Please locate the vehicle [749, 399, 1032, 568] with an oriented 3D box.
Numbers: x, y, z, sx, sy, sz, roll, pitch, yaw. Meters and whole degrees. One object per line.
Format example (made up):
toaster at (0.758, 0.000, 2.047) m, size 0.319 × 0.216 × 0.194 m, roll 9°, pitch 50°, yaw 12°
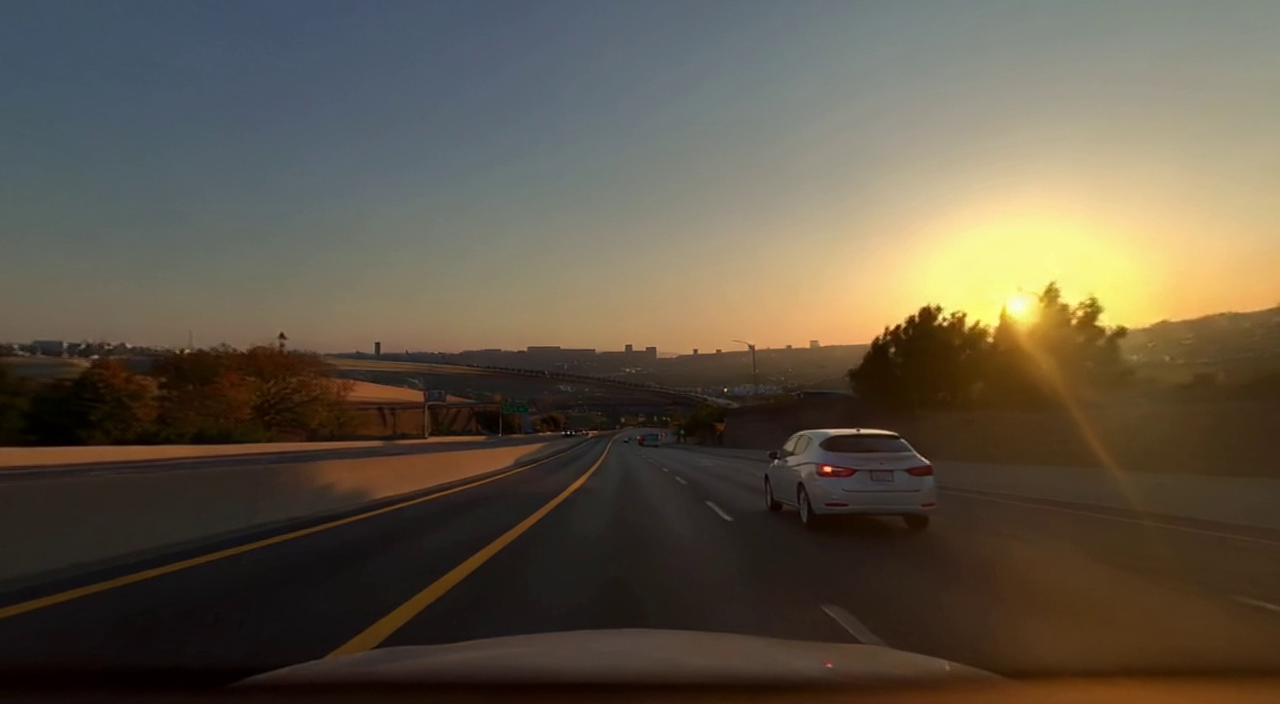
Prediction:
vehicle at (2.954, 1.660, 8.653) m, size 2.059 × 1.715 × 4.192 m, roll 0°, pitch -8°, yaw -1°
